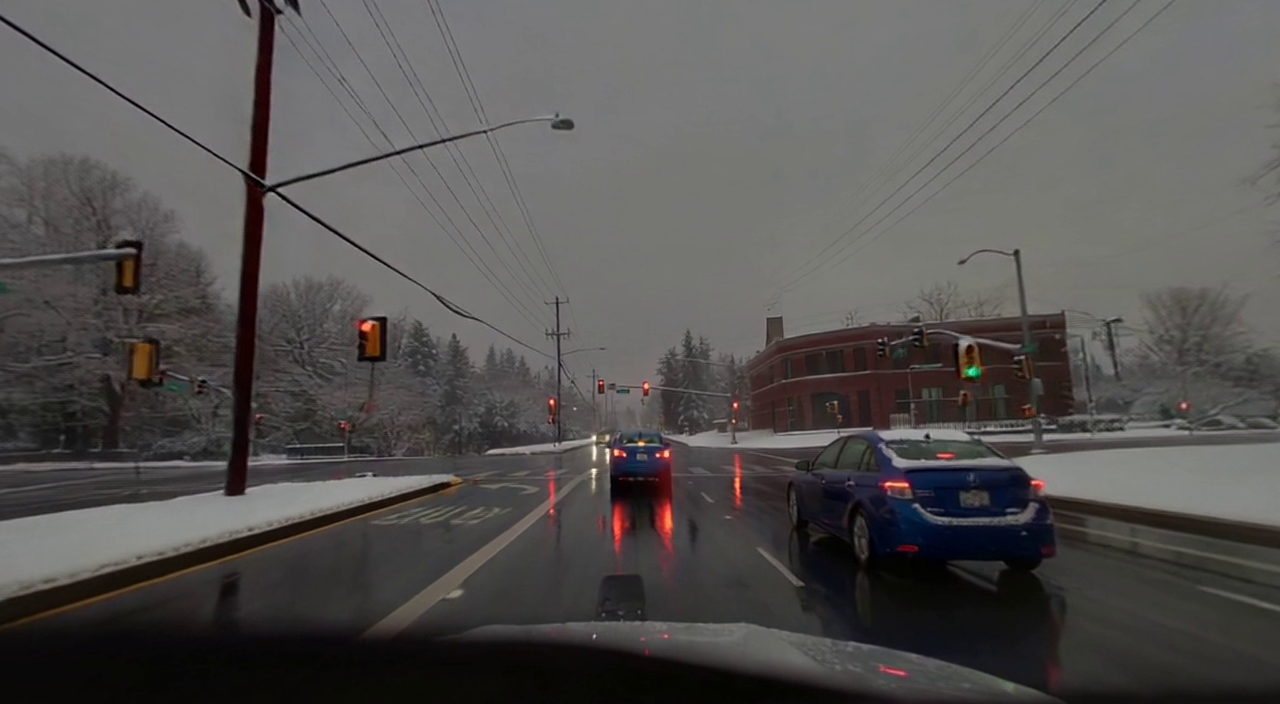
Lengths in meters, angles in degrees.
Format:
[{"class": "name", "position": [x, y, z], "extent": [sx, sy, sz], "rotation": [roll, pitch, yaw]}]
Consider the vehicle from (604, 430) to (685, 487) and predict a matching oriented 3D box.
[{"class": "vehicle", "position": [0.128, 3.057, 18.412], "extent": [2.110, 1.466, 3.860], "rotation": [0, -8, 0]}]

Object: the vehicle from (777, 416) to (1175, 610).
[{"class": "vehicle", "position": [3.008, 1.533, 6.956], "extent": [2.004, 1.448, 4.263], "rotation": [0, -8, 0]}]
